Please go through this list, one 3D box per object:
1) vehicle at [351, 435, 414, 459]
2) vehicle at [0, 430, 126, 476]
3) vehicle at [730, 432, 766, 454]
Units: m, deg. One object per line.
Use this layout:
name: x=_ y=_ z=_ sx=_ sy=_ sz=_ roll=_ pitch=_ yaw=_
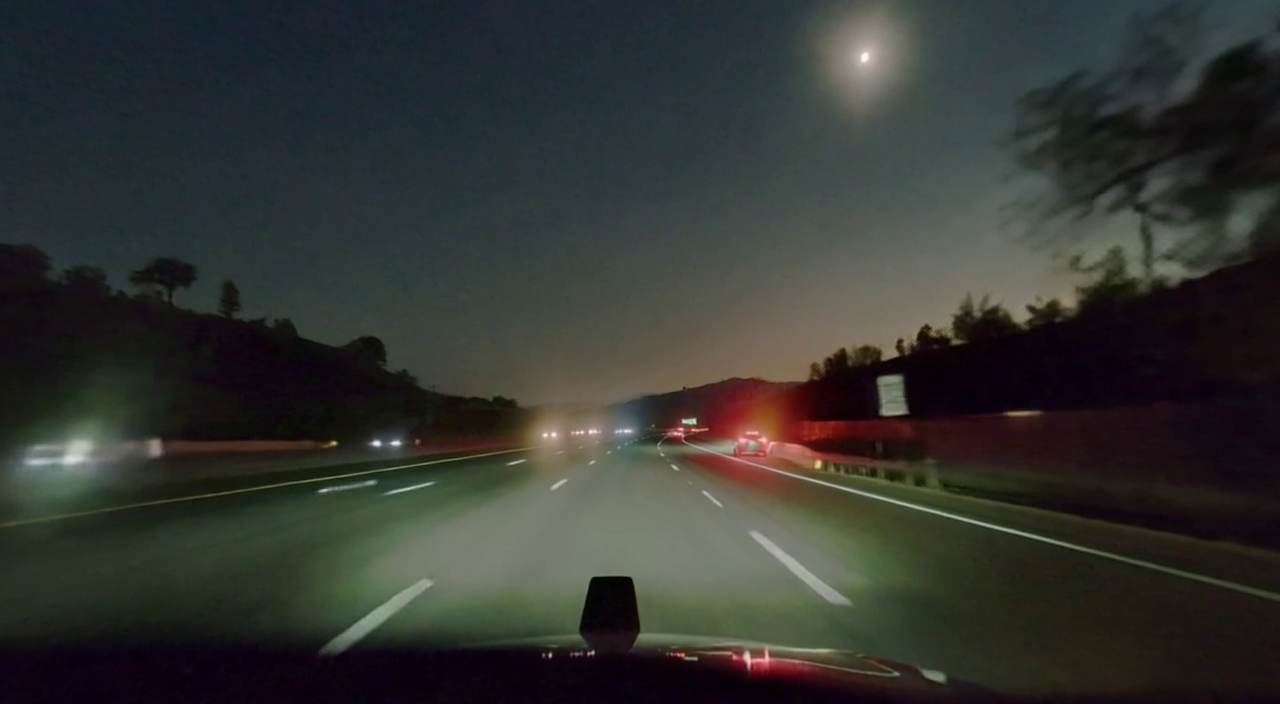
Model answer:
vehicle: x=-16.156 y=5.954 z=39.774 sx=1.880 sy=1.413 sz=4.807 roll=0 pitch=-8 yaw=1
vehicle: x=-23.329 y=3.923 z=24.930 sx=2.087 sy=1.633 sz=4.555 roll=0 pitch=-8 yaw=-1
vehicle: x=8.013 y=6.753 z=46.888 sx=1.926 sy=1.559 sz=2.968 roll=1 pitch=-8 yaw=-6
